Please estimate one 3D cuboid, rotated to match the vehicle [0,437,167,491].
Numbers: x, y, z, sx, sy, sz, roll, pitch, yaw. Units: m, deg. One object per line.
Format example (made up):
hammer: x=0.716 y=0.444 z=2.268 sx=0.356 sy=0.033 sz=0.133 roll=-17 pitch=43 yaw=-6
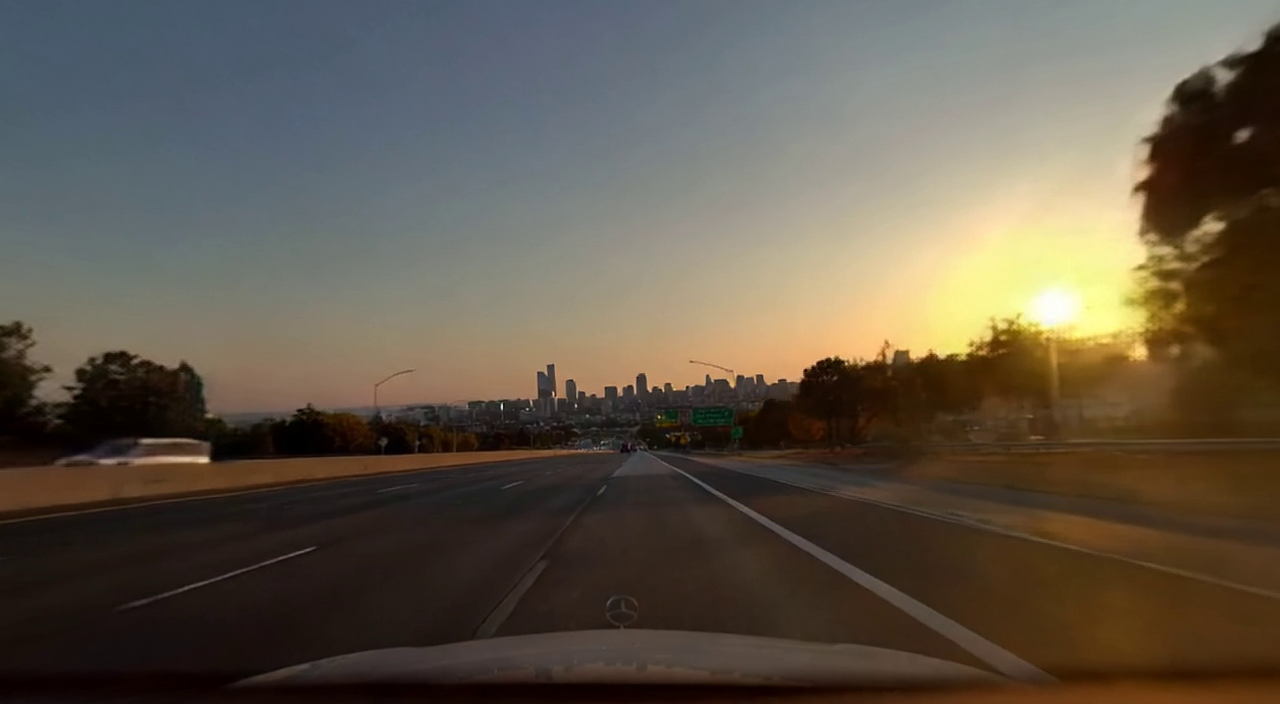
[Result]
vehicle: x=-19.535 y=3.880 z=22.004 sx=2.049 sy=1.633 sz=5.058 roll=-1 pitch=-9 yaw=0
